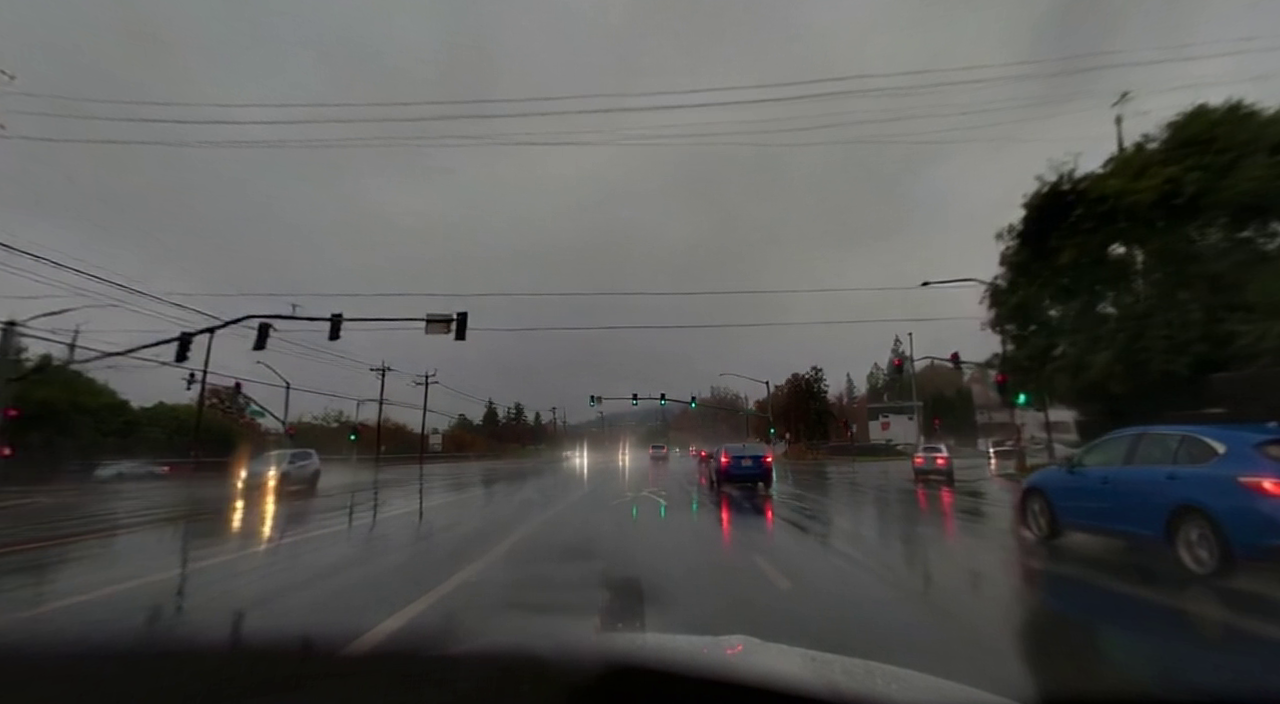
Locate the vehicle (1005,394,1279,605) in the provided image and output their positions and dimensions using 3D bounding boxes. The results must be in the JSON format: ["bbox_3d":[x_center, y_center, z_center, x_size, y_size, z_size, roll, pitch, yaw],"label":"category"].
[{"bbox_3d":[6.539,1.543,7.280,2.029,1.795,4.371,0,-8,0],"label":"vehicle"}]

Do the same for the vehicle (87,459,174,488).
[{"bbox_3d":[-37.144,8.866,46.131,4.650,1.672,2.119,-4,-8,1],"label":"vehicle"}]

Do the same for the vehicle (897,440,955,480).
[{"bbox_3d":[13.704,5.157,30.462,1.949,1.758,4.215,-3,-9,17],"label":"vehicle"}]

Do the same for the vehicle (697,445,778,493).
[{"bbox_3d":[3.212,3.944,21.727,2.035,1.460,4.392,0,-8,-1],"label":"vehicle"}]
